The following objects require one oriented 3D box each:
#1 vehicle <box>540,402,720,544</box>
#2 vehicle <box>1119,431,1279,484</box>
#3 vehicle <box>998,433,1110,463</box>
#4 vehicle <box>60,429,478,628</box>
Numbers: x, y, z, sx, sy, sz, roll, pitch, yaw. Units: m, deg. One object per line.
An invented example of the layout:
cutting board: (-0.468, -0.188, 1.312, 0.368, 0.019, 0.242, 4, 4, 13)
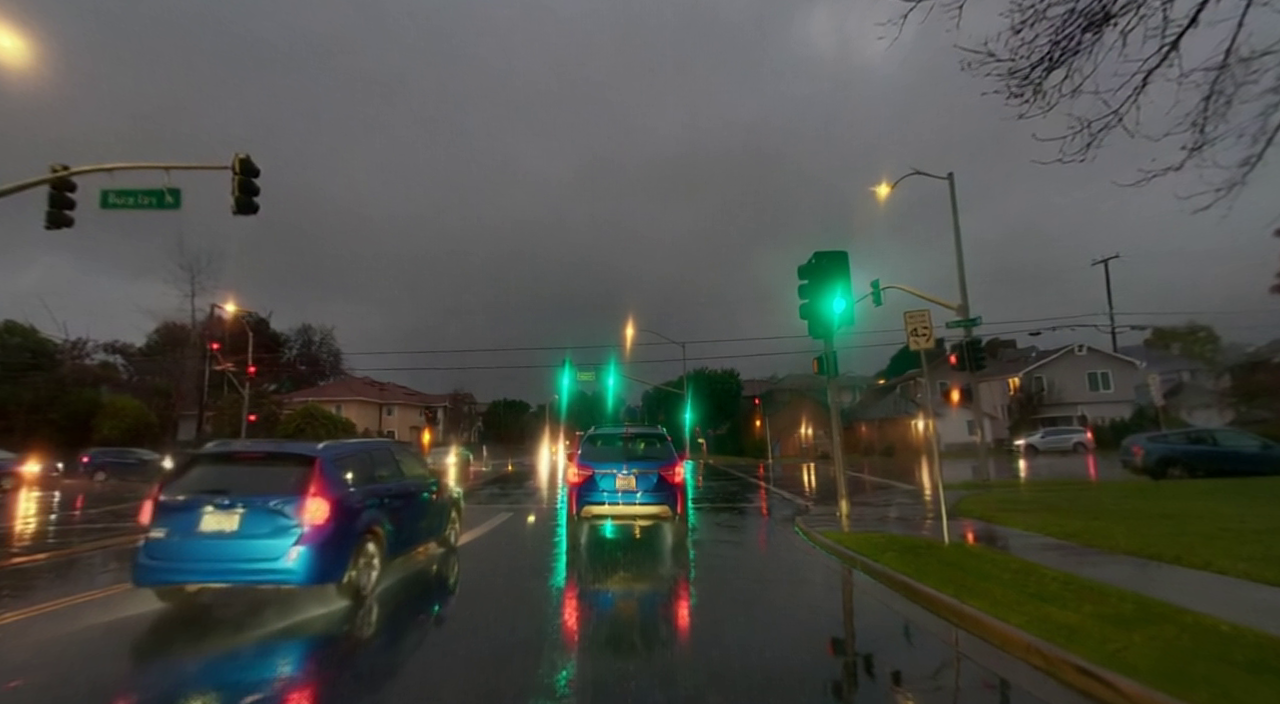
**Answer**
vehicle: (-0.182, 1.957, 10.850, 2.396, 1.881, 4.606, 0, -8, -1)
vehicle: (17.237, 3.048, 18.433, 4.715, 1.439, 1.874, -2, -9, 14)
vehicle: (21.357, 4.983, 32.780, 4.353, 1.431, 1.876, -2, -9, 14)
vehicle: (-3.330, 1.643, 6.944, 1.934, 1.459, 4.368, 0, -8, 0)
